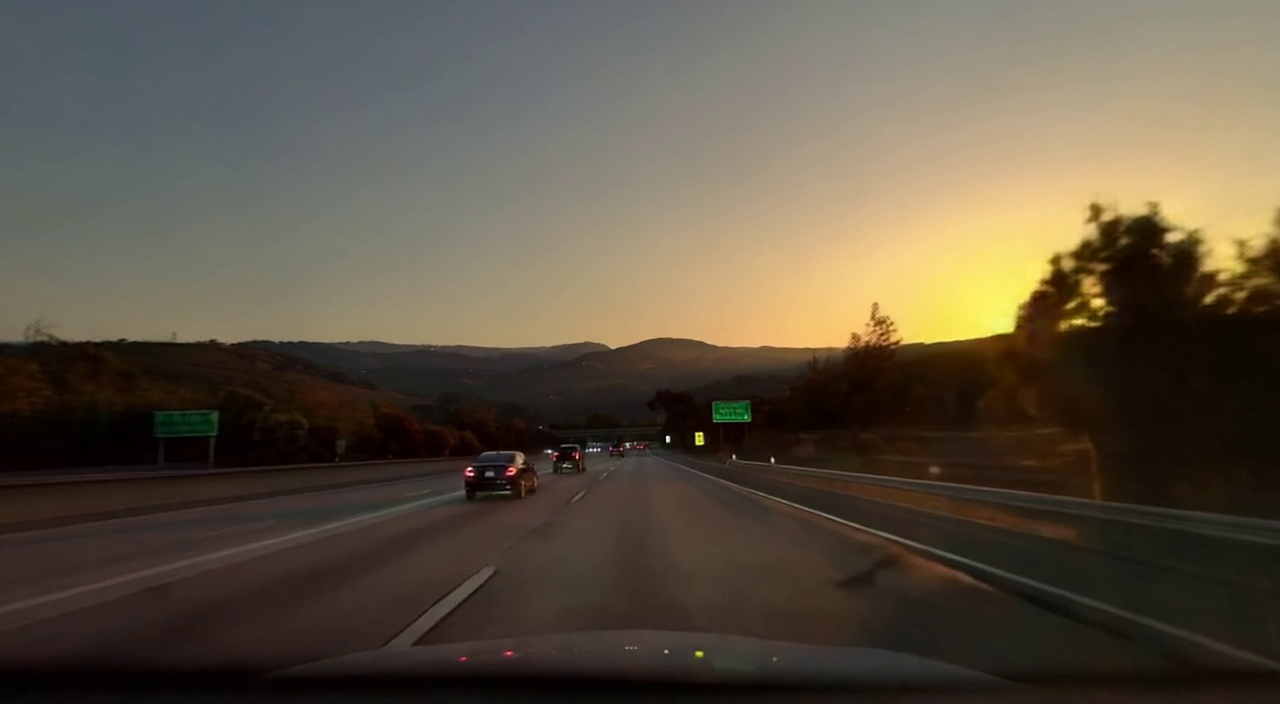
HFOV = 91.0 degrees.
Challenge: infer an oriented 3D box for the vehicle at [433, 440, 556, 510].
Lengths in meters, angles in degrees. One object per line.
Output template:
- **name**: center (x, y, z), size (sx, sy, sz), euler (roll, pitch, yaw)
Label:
- **vehicle**: center (-3.535, 3.106, 16.328), size (2.044, 1.527, 4.607), euler (0, -9, 1)

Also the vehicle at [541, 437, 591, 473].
- **vehicle**: center (-4.059, 5.787, 35.385), size (2.177, 1.852, 4.427), euler (0, -9, 1)
